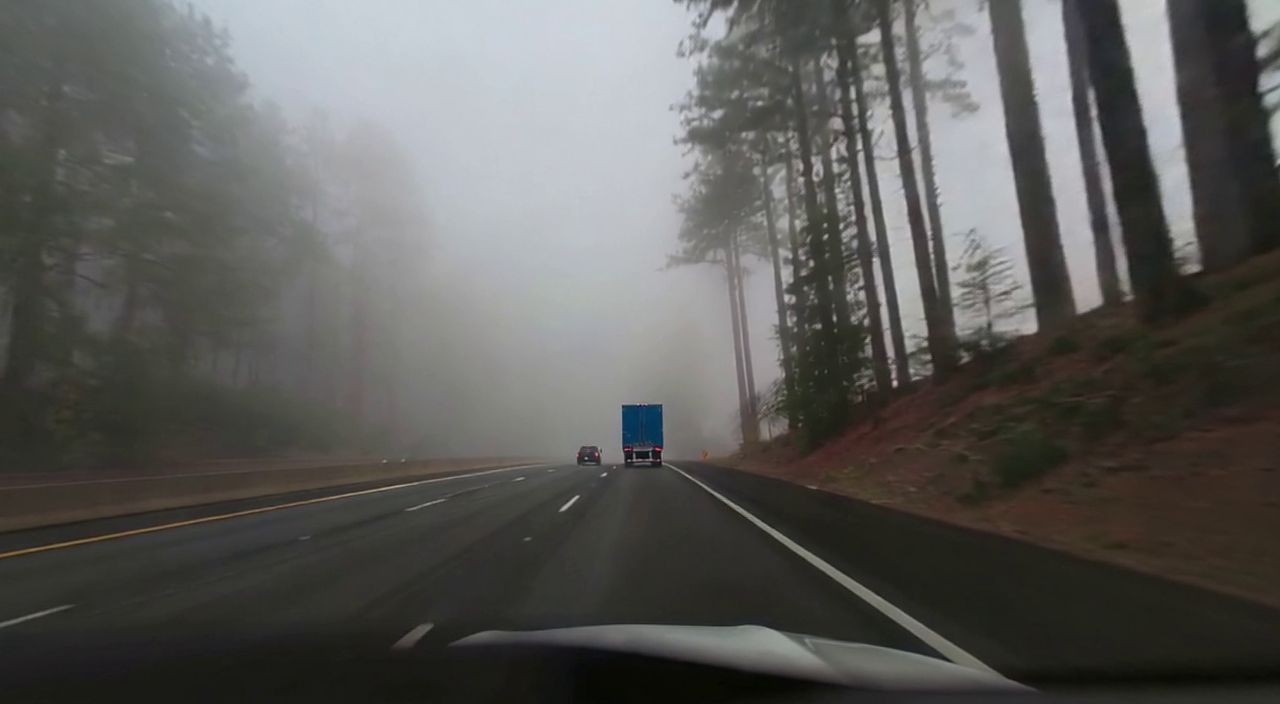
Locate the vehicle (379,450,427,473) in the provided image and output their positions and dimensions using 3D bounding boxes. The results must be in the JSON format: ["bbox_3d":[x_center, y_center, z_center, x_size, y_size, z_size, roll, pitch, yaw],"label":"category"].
[{"bbox_3d":[-16.587,7.637,44.346,1.799,1.500,4.126,0,-9,0],"label":"vehicle"}]

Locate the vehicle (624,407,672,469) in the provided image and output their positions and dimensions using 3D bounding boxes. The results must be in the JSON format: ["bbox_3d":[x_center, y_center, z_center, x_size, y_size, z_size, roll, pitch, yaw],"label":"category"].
[{"bbox_3d":[0.508,6.723,49.150,3.320,4.173,11.889,0,-8,0],"label":"vehicle"}]

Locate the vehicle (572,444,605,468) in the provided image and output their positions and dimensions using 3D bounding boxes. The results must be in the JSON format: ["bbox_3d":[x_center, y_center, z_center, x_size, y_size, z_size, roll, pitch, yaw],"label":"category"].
[{"bbox_3d":[-3.867,7.850,47.749,2.092,1.702,4.297,0,-8,0],"label":"vehicle"}]
